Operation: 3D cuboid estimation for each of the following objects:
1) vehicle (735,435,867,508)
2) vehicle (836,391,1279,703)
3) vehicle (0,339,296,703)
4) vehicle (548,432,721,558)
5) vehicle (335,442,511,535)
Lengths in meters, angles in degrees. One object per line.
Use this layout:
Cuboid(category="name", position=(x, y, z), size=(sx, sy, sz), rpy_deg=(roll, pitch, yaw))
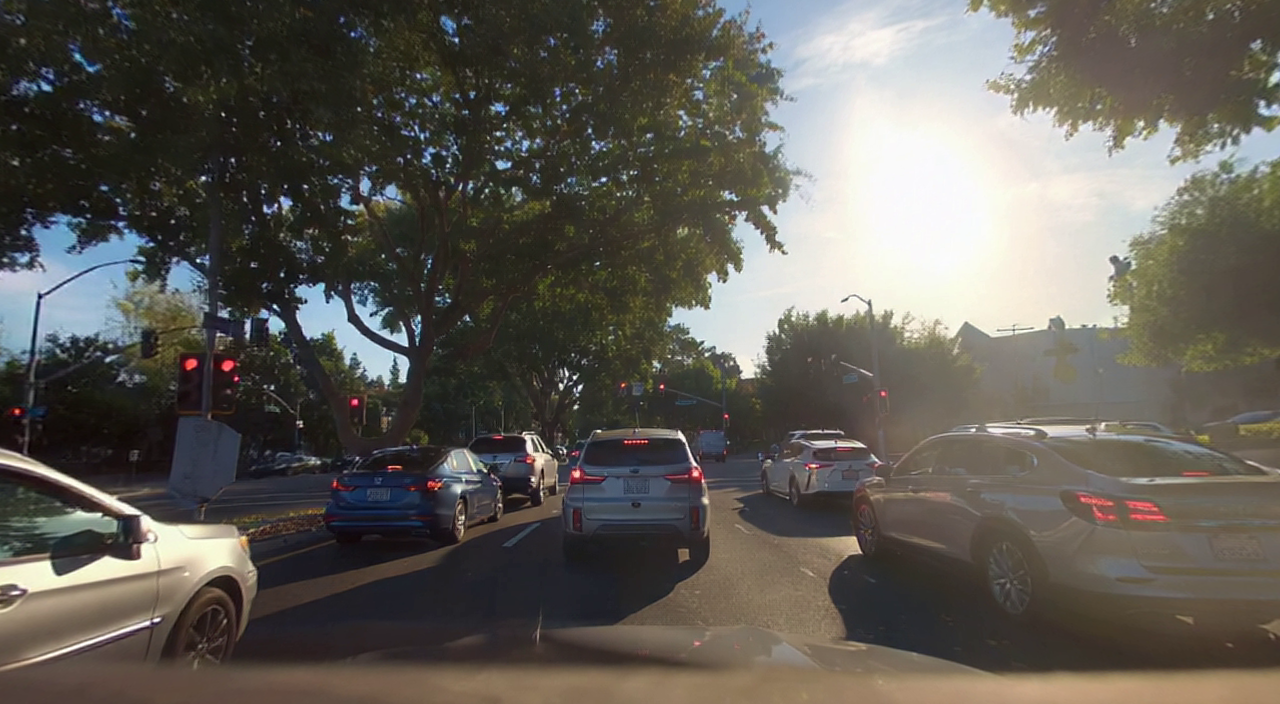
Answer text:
Cuboid(category="vehicle", position=(3.643, 2.781, 15.241), size=(1.922, 1.472, 4.440), rpy_deg=(0, -8, -1))
Cuboid(category="vehicle", position=(3.395, 1.310, 5.421), size=(1.933, 1.564, 4.600), rpy_deg=(0, -8, 0))
Cuboid(category="vehicle", position=(-3.653, 0.836, 2.547), size=(2.047, 1.764, 4.369), rpy_deg=(0, -8, 0))
Cuboid(category="vehicle", position=(-0.077, 2.004, 9.588), size=(2.061, 1.470, 3.970), rpy_deg=(0, -8, 0))
Cuboid(category="vehicle", position=(-3.927, 2.509, 12.336), size=(1.919, 1.459, 4.371), rpy_deg=(0, -8, -1))
